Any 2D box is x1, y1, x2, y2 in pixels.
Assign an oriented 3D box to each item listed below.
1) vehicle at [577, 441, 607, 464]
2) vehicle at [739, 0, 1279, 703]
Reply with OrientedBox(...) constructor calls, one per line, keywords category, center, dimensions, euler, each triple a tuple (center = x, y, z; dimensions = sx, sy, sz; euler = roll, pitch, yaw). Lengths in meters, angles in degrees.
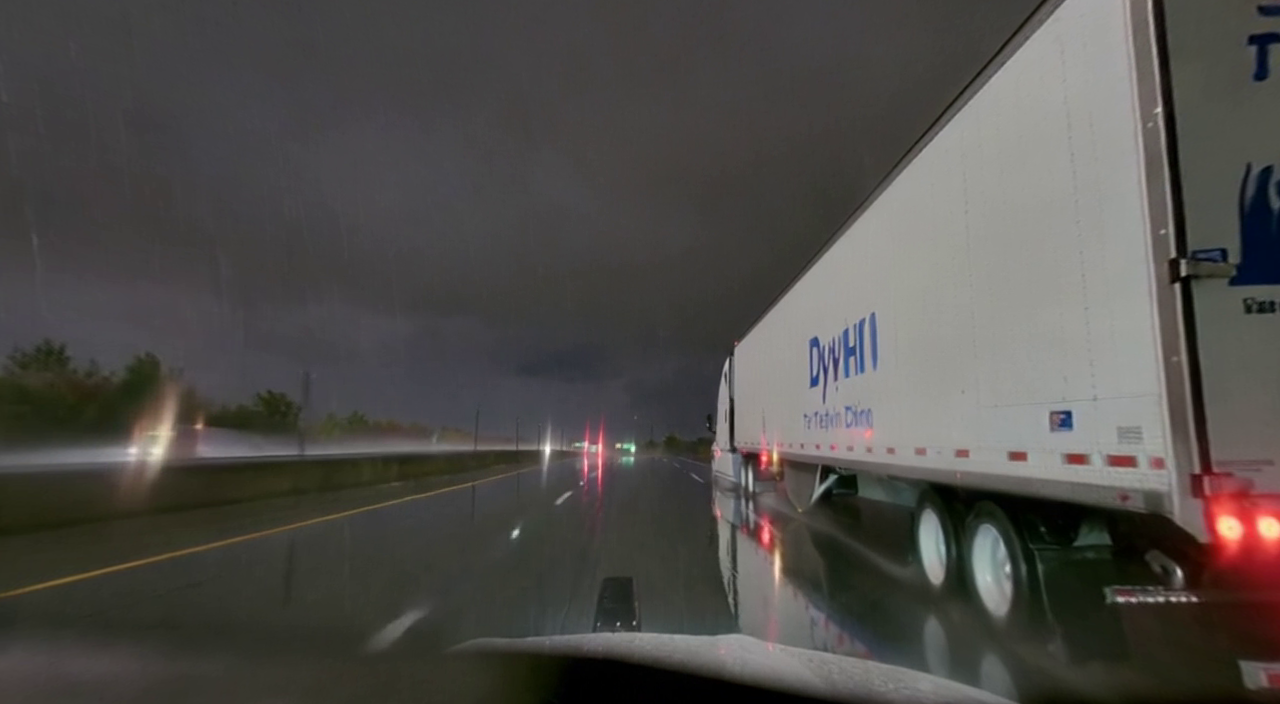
OrientedBox(category="vehicle", center=(-3.596, 7.611, 48.079), dimensions=(2.030, 1.657, 3.926), euler=(0, -8, -1))
OrientedBox(category="vehicle", center=(3.908, 0.554, 9.034), dimensions=(2.962, 4.132, 12.720), euler=(0, -8, 0))
